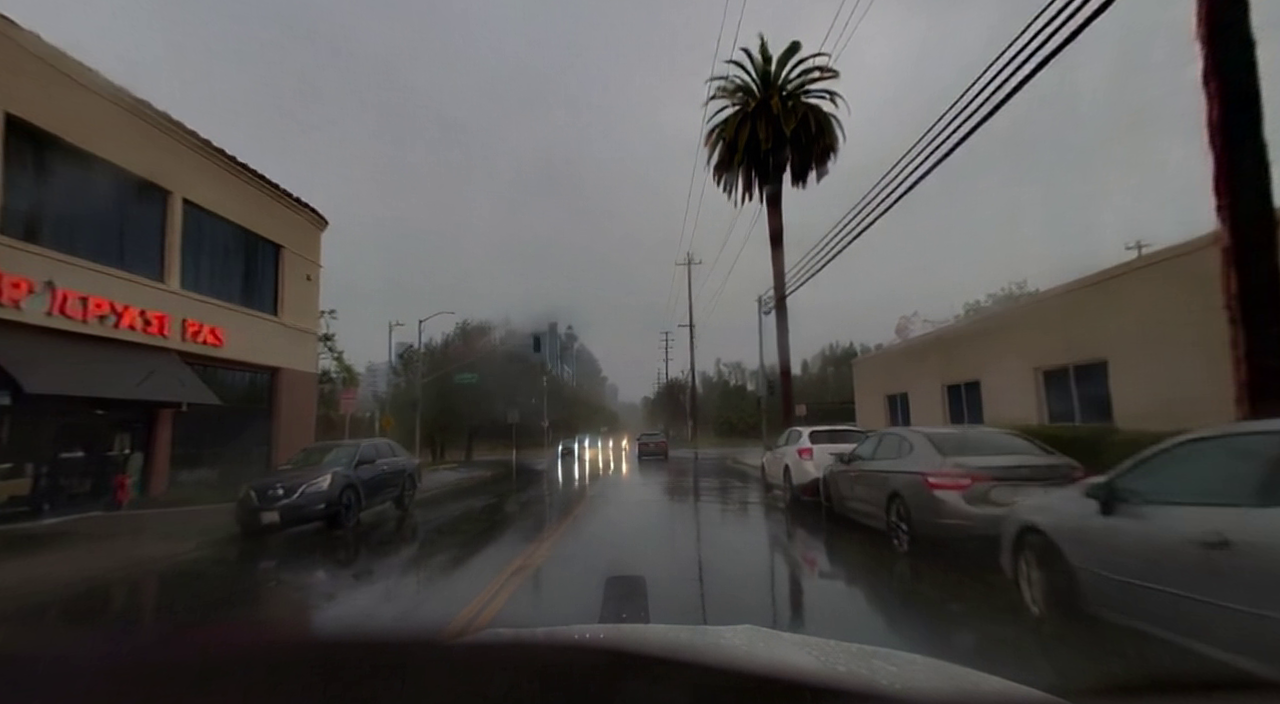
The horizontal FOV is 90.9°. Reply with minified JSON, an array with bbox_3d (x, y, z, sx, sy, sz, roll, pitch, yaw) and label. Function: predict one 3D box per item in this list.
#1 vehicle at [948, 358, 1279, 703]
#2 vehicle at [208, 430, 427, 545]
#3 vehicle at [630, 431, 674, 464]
[{"bbox_3d":[3.578,0.900,3.011,1.948,1.607,4.873,-1,-8,3],"label":"vehicle"},{"bbox_3d":[-6.191,2.612,12.982,2.126,1.864,4.831,0,-8,-3],"label":"vehicle"},{"bbox_3d":[0.542,4.884,32.296,2.125,1.524,4.404,0,-8,-1],"label":"vehicle"}]
